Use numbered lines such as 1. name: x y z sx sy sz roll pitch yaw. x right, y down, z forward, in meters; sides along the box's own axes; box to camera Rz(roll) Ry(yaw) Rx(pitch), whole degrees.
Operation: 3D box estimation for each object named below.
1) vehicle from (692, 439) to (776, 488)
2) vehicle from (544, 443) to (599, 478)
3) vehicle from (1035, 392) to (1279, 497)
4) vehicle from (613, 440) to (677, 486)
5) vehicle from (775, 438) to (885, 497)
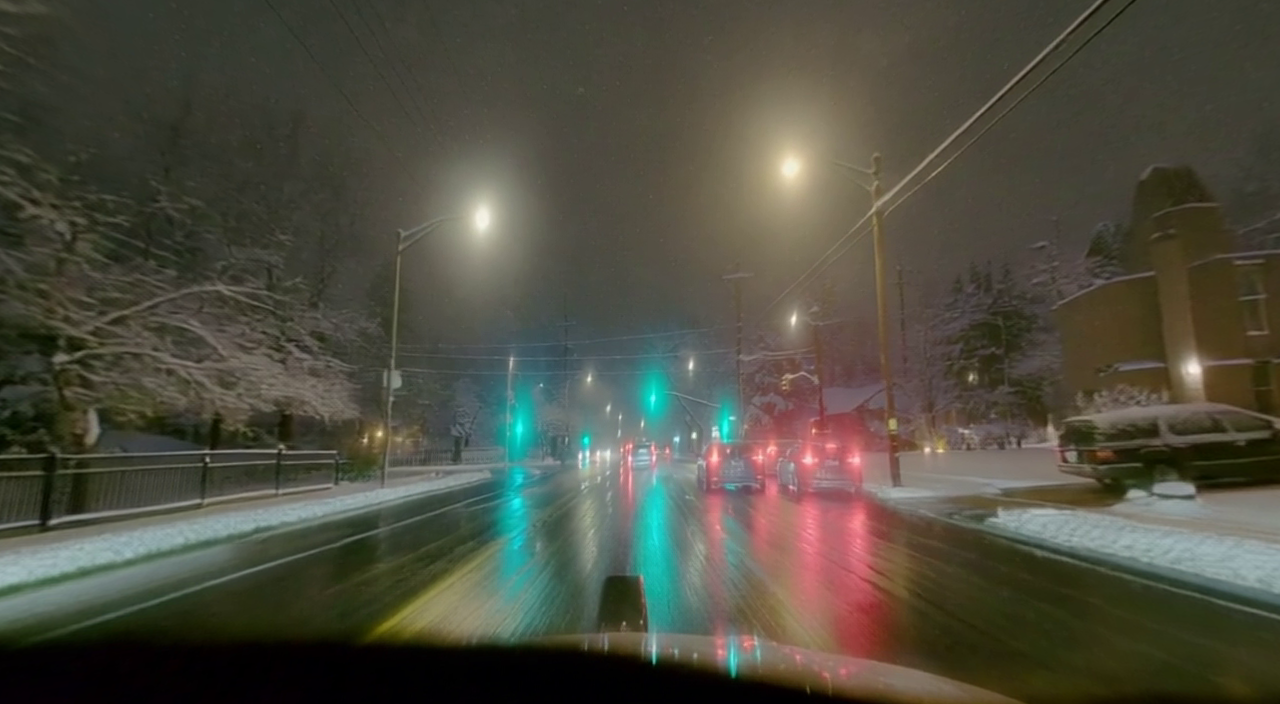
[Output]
1. vehicle: 3.094 3.790 21.764 2.158 1.483 4.415 0 -8 -1
2. vehicle: -3.123 5.058 29.631 2.012 1.505 4.205 -1 -8 2
3. vehicle: 13.740 2.233 15.803 5.929 1.970 2.381 -5 -8 -1
4. vehicle: 0.172 3.935 22.768 2.101 1.467 4.210 0 -8 0
5. vehicle: 5.840 3.586 20.094 2.011 1.620 4.694 0 -8 0
